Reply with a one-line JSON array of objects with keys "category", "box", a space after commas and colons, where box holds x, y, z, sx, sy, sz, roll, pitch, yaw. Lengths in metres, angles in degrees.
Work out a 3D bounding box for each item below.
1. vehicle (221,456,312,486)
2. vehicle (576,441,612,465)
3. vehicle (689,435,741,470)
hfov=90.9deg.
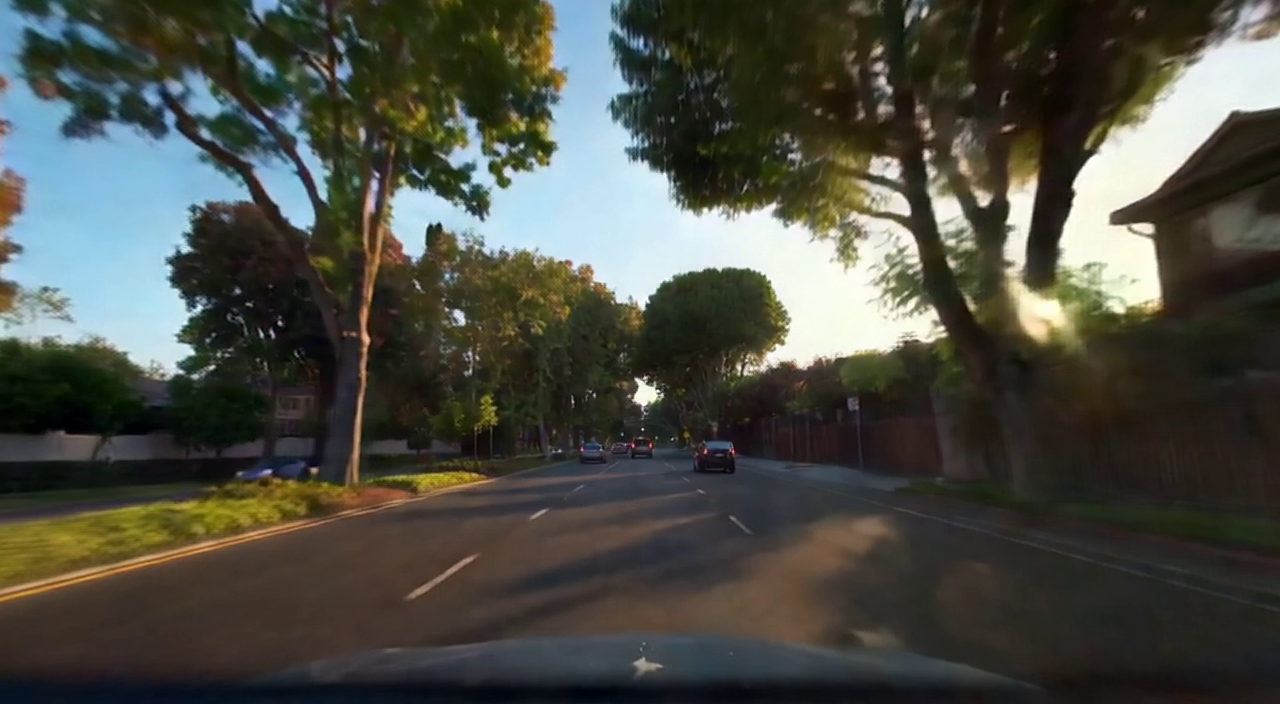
[{"category": "vehicle", "box": [-20.948, 6.659, 35.669, 1.960, 1.492, 5.090, 0, -8, 1]}, {"category": "vehicle", "box": [-2.971, 6.623, 41.506, 1.940, 1.473, 4.133, 0, -8, 1]}, {"category": "vehicle", "box": [3.858, 5.281, 33.289, 2.182, 1.688, 4.187, 0, -8, -1]}]
